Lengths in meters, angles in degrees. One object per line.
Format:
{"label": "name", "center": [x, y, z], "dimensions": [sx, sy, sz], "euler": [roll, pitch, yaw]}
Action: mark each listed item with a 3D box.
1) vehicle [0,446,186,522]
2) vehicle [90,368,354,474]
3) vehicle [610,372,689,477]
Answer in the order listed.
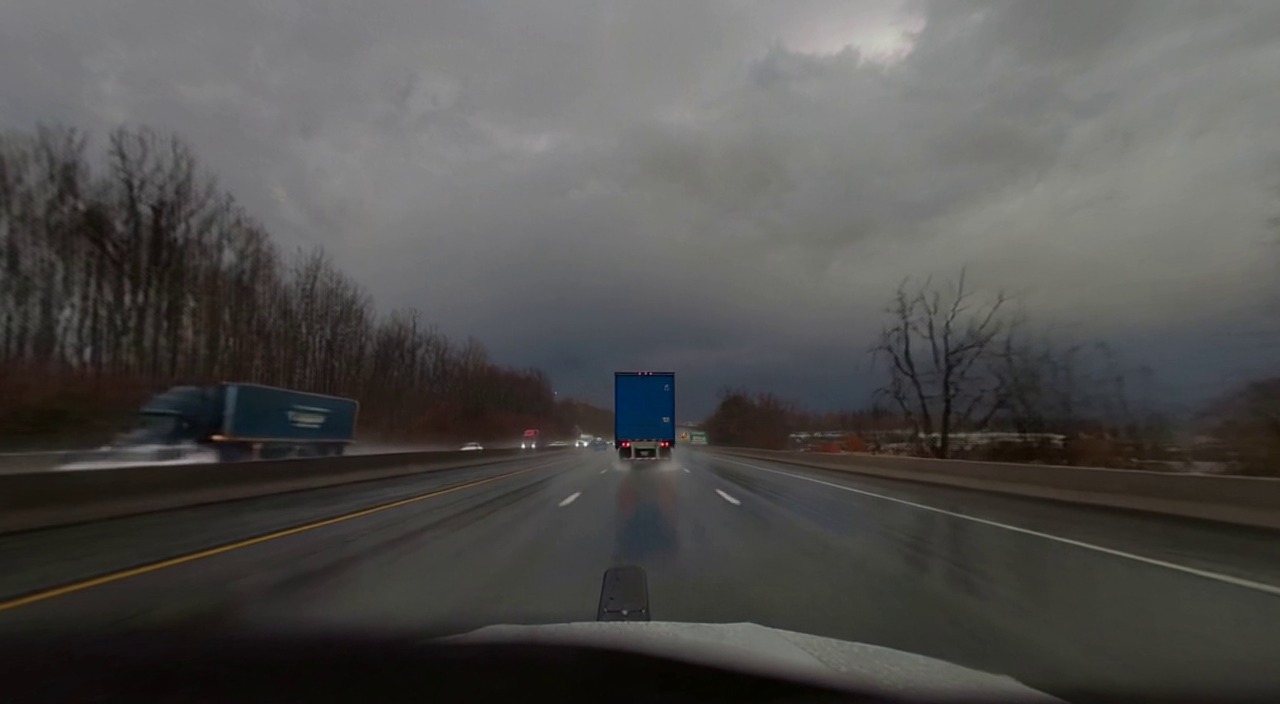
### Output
{"label": "vehicle", "center": [-12.671, 2.879, 14.243], "dimensions": [1.811, 1.445, 3.854], "euler": [0, -8, 0]}
{"label": "vehicle", "center": [-21.049, 4.074, 34.294], "dimensions": [2.994, 4.401, 16.665], "euler": [0, -9, 0]}
{"label": "vehicle", "center": [0.363, 3.535, 29.333], "dimensions": [3.010, 4.039, 10.481], "euler": [0, -8, 0]}
